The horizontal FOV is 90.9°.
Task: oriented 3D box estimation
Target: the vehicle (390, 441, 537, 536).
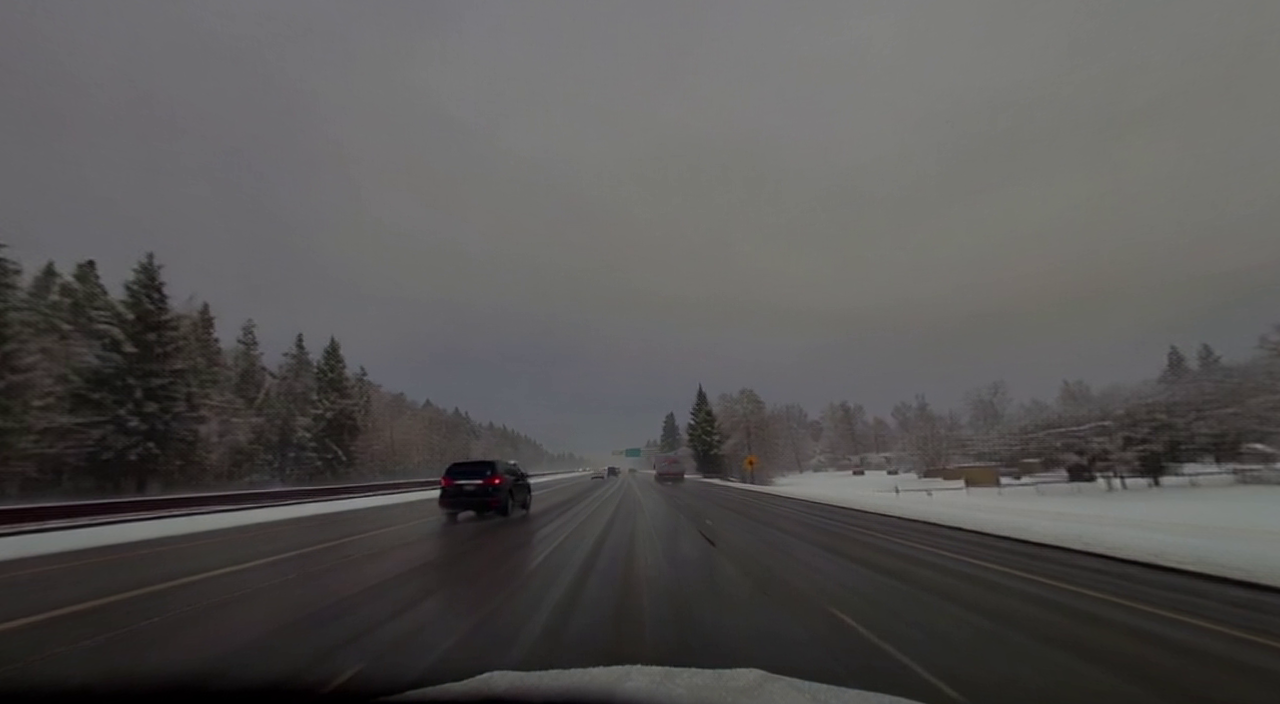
[{"bbox_3d":[-3.898,3.153,14.970,2.036,1.835,4.888,1,-10,0],"label":"vehicle"}]
